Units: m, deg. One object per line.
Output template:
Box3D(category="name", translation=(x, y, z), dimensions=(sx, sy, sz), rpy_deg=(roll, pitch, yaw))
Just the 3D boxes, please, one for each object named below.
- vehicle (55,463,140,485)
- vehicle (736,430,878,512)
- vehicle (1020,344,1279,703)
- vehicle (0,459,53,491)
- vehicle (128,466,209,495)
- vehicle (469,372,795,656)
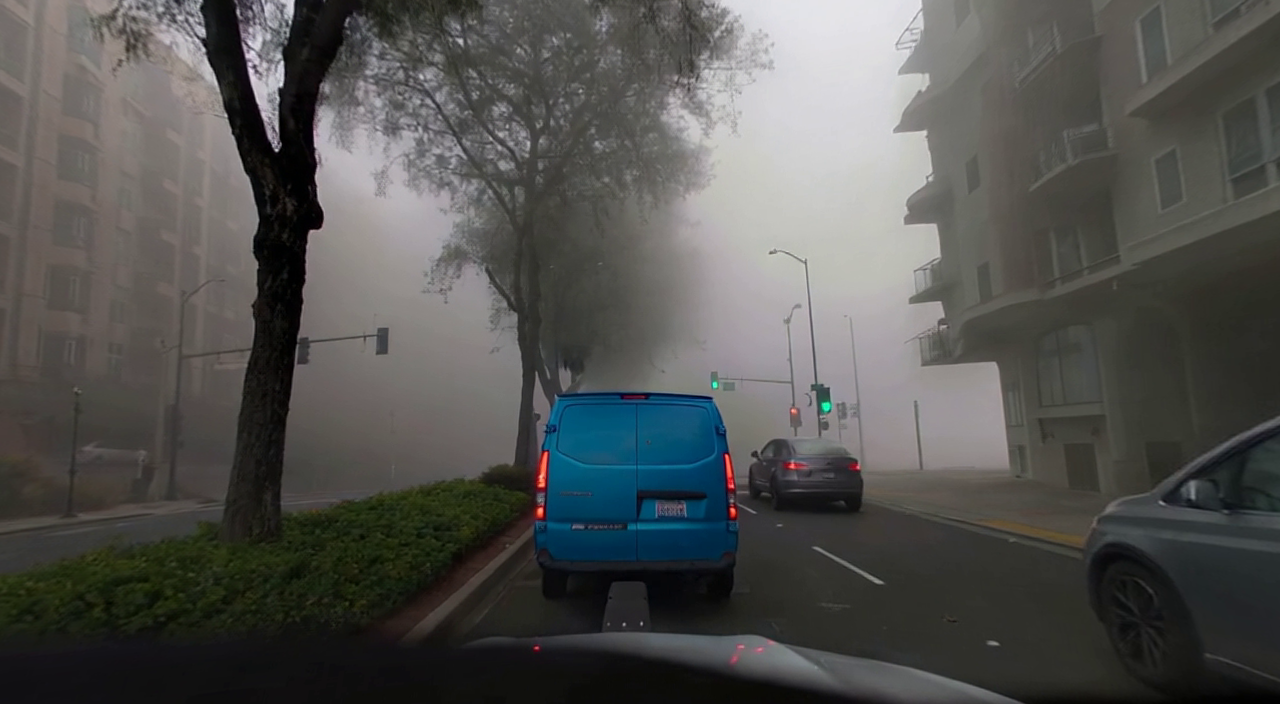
Box3D(category="vehicle", translation=(-38.390, 8.635, 44.655), dimensions=(4.396, 1.458, 1.809), rpy_deg=(-1, -9, 2))
Box3D(category="vehicle", translation=(3.838, 2.837, 15.496), dimensions=(2.061, 1.676, 4.734), rpy_deg=(0, -9, -2))
Box3D(category="vehicle", translation=(3.805, 0.797, 2.373), dimensions=(2.157, 1.748, 4.130), rpy_deg=(0, -9, 1))
Box3D(category="vehicle", translation=(-35.482, 6.851, 35.189), dimensions=(3.843, 1.680, 1.782), rpy_deg=(-1, -9, 6))
Box3D(category="vehicle", translation=(-33.223, 9.069, 44.528), dimensions=(4.292, 1.492, 1.772), rpy_deg=(-6, -14, -1))
Box3D(category="vehicle", translation=(-0.039, 1.368, 6.304), dimensions=(2.101, 1.828, 4.270), rpy_deg=(0, -9, 0))
